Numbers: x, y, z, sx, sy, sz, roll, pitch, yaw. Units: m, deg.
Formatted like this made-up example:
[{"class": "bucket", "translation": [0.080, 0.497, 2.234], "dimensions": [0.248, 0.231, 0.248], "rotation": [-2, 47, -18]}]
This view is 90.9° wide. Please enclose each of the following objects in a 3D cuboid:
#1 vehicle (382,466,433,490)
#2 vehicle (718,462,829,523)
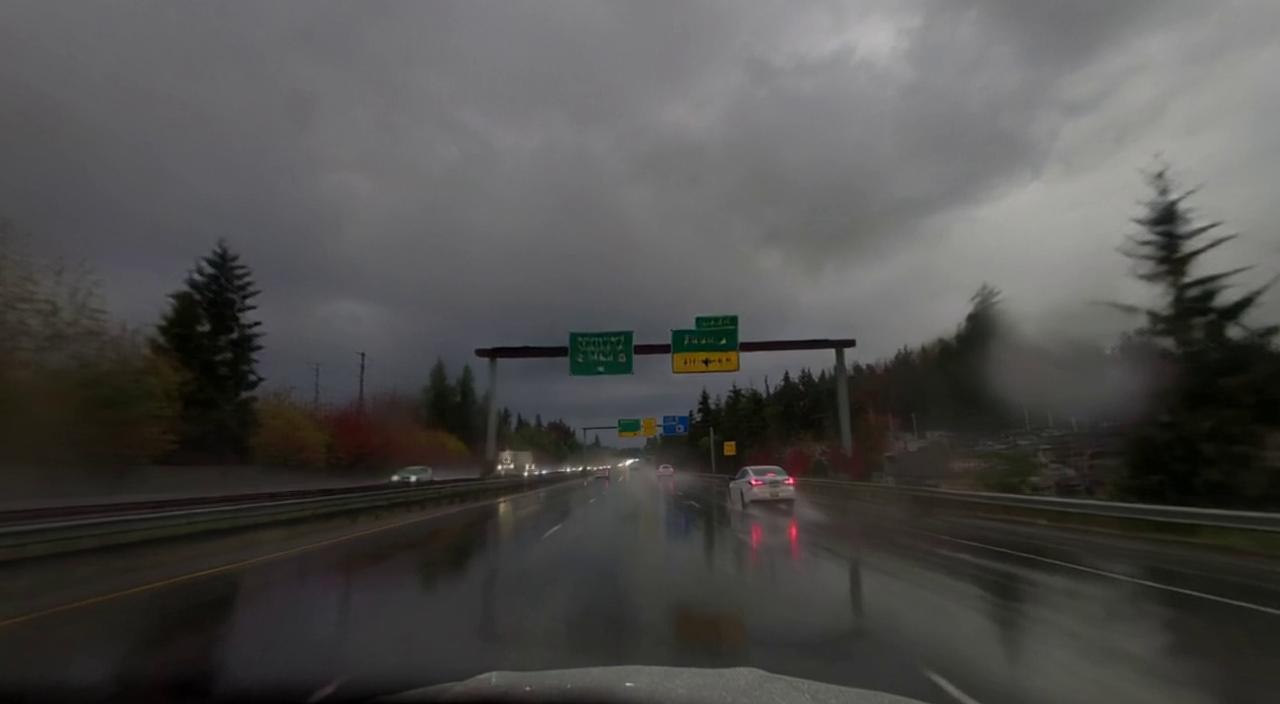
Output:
[{"class": "vehicle", "translation": [-15.712, 8.534, 42.802], "dimensions": [1.904, 1.477, 4.095], "rotation": [1, -10, 0]}, {"class": "vehicle", "translation": [3.601, 3.915, 17.966], "dimensions": [2.051, 1.472, 4.547], "rotation": [1, -10, -1]}]
